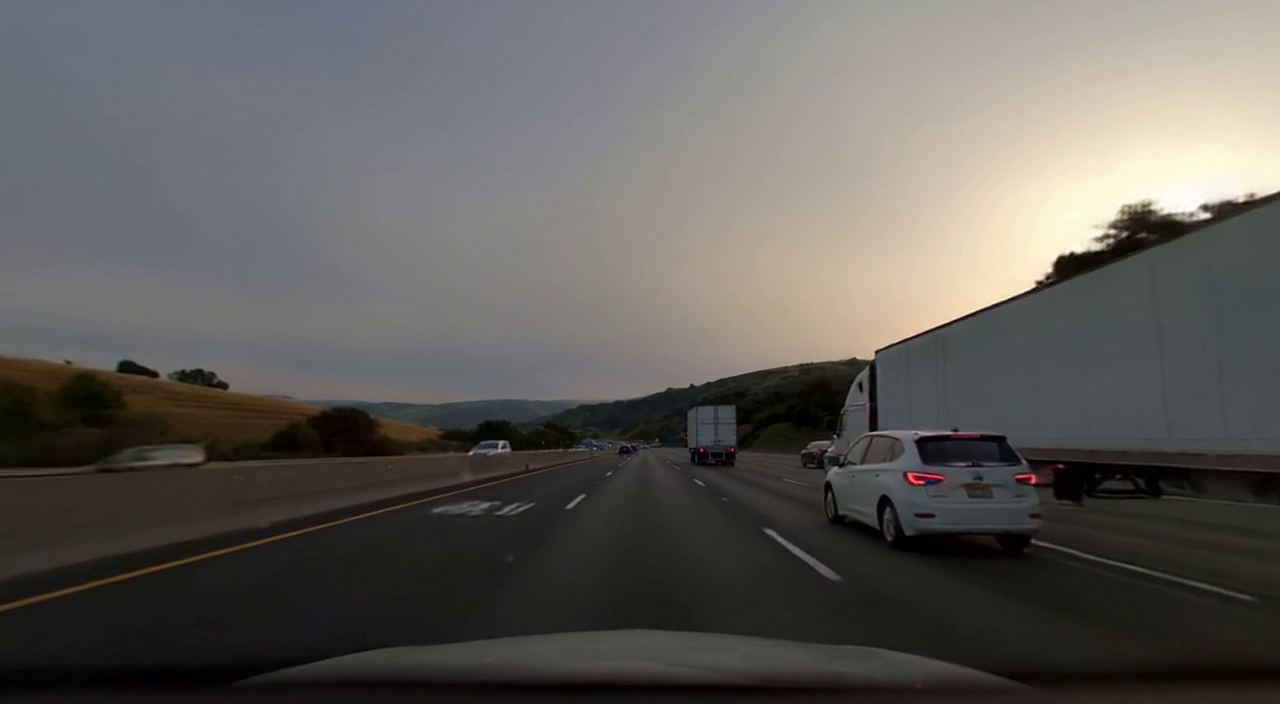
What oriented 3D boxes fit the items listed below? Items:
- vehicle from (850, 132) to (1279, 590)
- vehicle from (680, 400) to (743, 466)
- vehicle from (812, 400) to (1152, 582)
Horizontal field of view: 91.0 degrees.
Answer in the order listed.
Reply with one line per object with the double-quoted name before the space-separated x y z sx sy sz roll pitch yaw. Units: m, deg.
"vehicle" 7.433 0.679 9.782 2.947 4.199 16.175 0 -8 1
"vehicle" 4.694 5.729 43.755 3.049 3.968 10.706 0 -9 0
"vehicle" 3.882 1.657 8.245 2.055 1.737 4.224 0 -9 0
